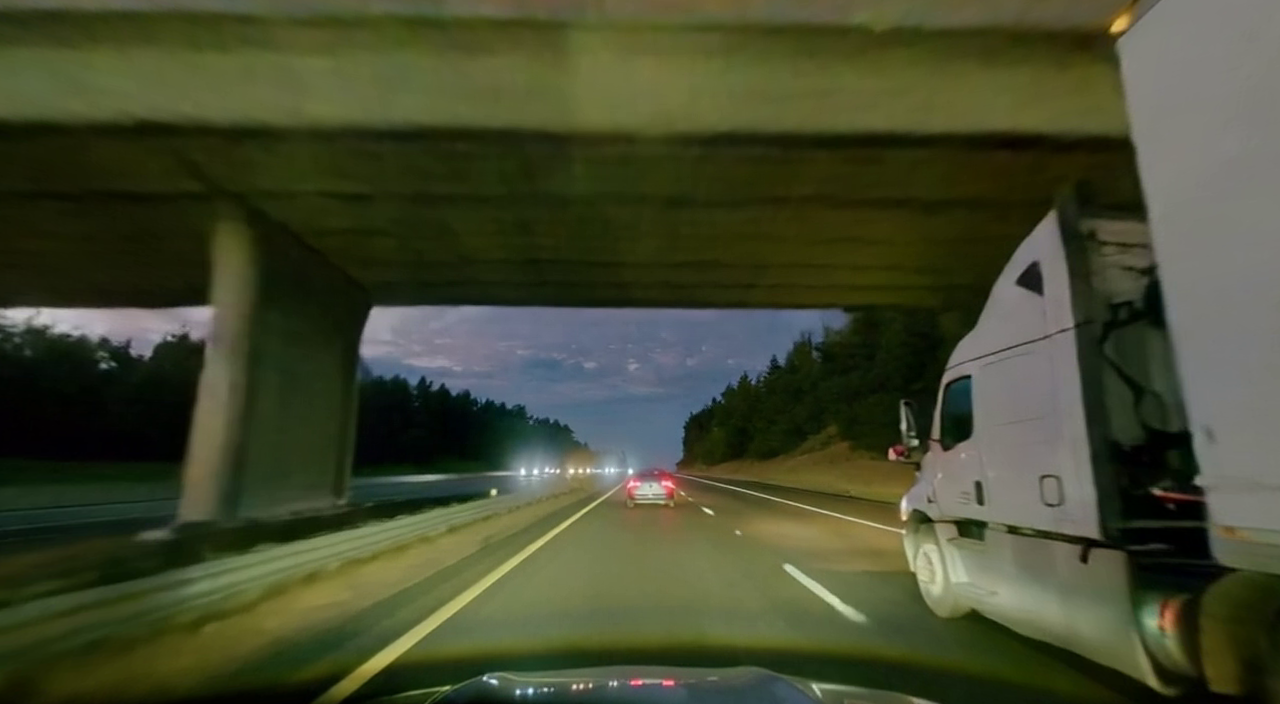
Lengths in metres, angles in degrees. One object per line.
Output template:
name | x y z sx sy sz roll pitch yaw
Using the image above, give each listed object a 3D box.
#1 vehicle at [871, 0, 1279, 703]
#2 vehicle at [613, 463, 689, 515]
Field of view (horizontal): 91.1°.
vehicle | 4.346 0.339 4.514 3.008 3.920 5.910 1 -10 0
vehicle | 0.328 4.237 19.720 2.156 1.444 3.762 1 -10 0
